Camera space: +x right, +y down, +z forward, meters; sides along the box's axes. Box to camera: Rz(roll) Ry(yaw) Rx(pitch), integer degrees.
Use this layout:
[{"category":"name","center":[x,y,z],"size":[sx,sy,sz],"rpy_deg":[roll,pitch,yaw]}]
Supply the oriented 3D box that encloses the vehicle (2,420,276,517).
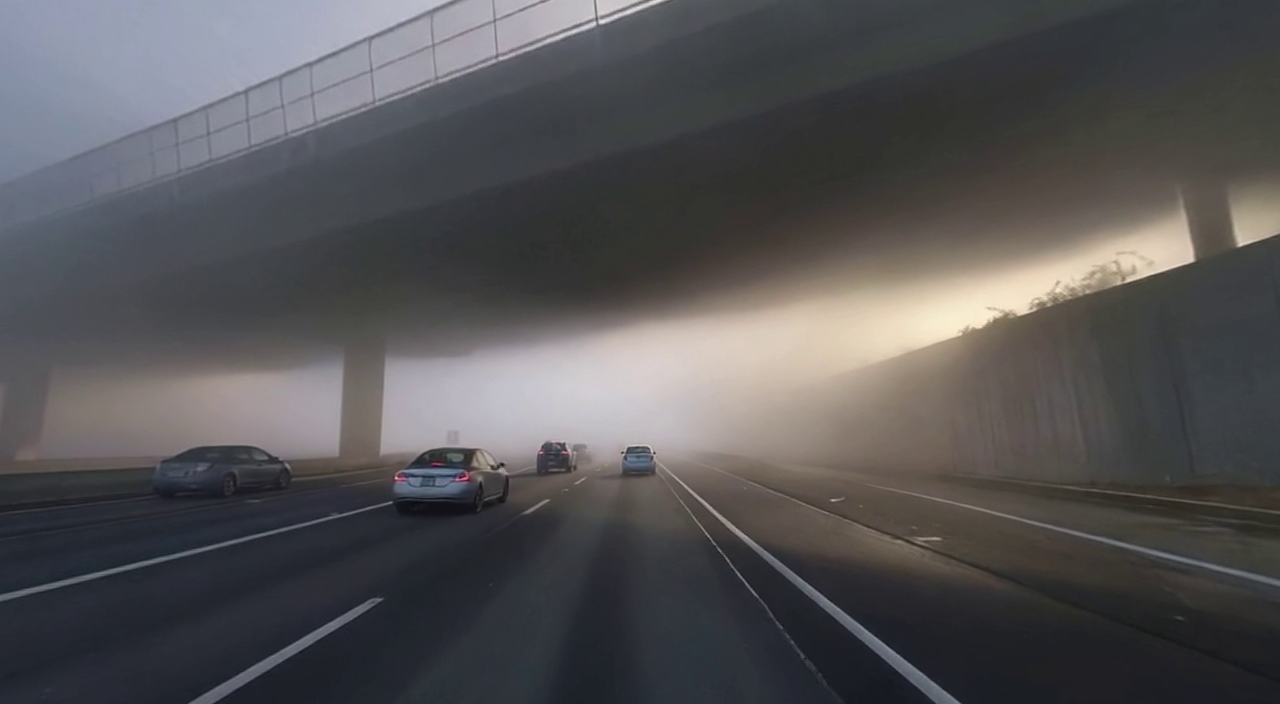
[{"category":"vehicle","center":[-10.994,2.577,14.480],"size":[2.119,1.816,5.019],"rpy_deg":[0,-8,0]}]

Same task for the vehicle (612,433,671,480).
[{"category":"vehicle","center":[0.049,4.146,25.206],"size":[2.160,1.678,4.178],"rpy_deg":[0,-8,0]}]

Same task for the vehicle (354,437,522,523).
[{"category":"vehicle","center":[-3.981,2.580,13.323],"size":[1.997,1.490,4.471],"rpy_deg":[0,-8,1]}]

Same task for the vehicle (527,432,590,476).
[{"category":"vehicle","center":[-3.663,4.668,29.069],"size":[2.237,1.841,4.683],"rpy_deg":[0,-8,1]}]
